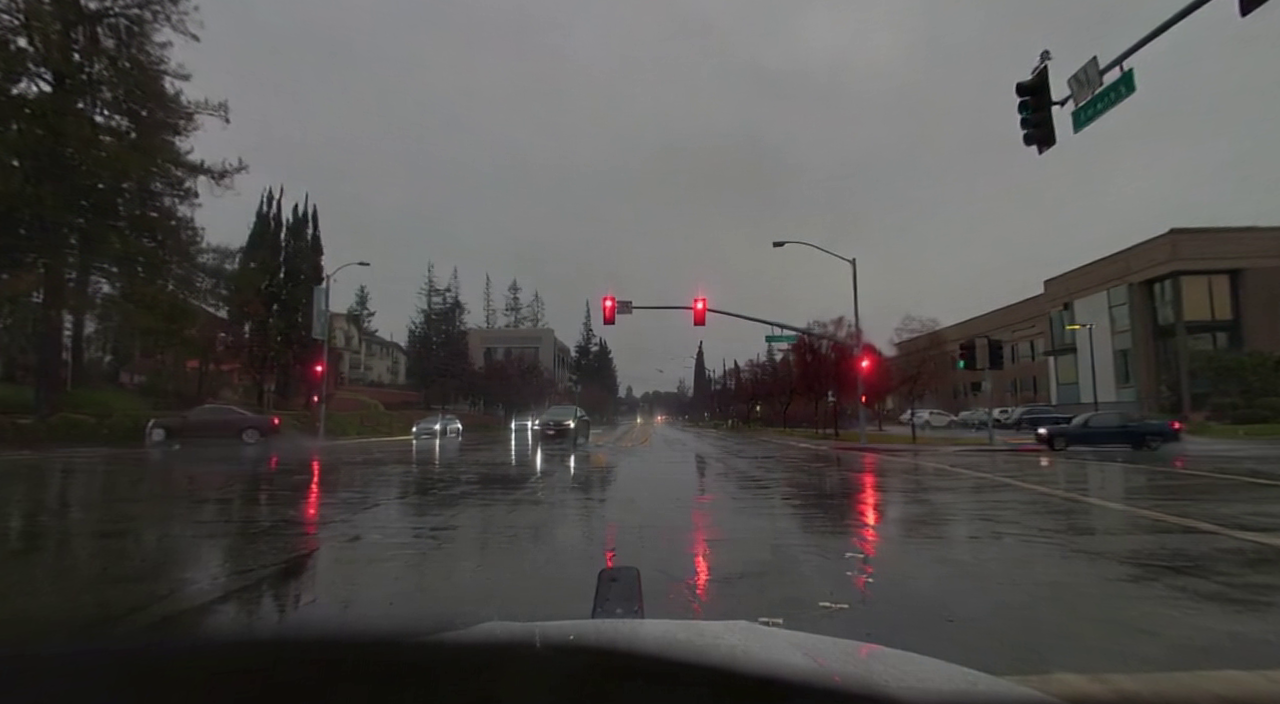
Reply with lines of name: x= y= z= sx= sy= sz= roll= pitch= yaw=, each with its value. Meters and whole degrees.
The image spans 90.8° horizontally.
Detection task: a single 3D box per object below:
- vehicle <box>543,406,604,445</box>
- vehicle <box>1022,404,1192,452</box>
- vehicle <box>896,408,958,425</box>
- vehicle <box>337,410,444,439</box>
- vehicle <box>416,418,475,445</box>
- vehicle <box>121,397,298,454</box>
vehicle: x=-3.456 y=4.032 z=33.918 sx=2.306 sy=1.907 sz=5.382 roll=-1 pitch=-9 yaw=4
vehicle: x=16.733 y=2.790 z=22.885 sx=4.454 sy=1.643 sz=1.809 roll=-2 pitch=-9 yaw=13
vehicle: x=21.990 y=4.942 z=48.447 sx=3.933 sy=1.219 sz=1.700 roll=-1 pitch=-9 yaw=3
vehicle: x=-17.141 y=5.099 z=43.761 sx=6.496 sy=1.847 sz=2.164 roll=8 pitch=-12 yaw=-42
vehicle: x=-11.541 y=4.821 z=37.824 sx=1.899 sy=1.510 sz=4.294 roll=-1 pitch=-9 yaw=4
vehicle: x=-16.166 y=2.864 z=23.995 sx=2.340 sy=1.902 sz=4.920 roll=-6 pitch=-10 yaw=35
